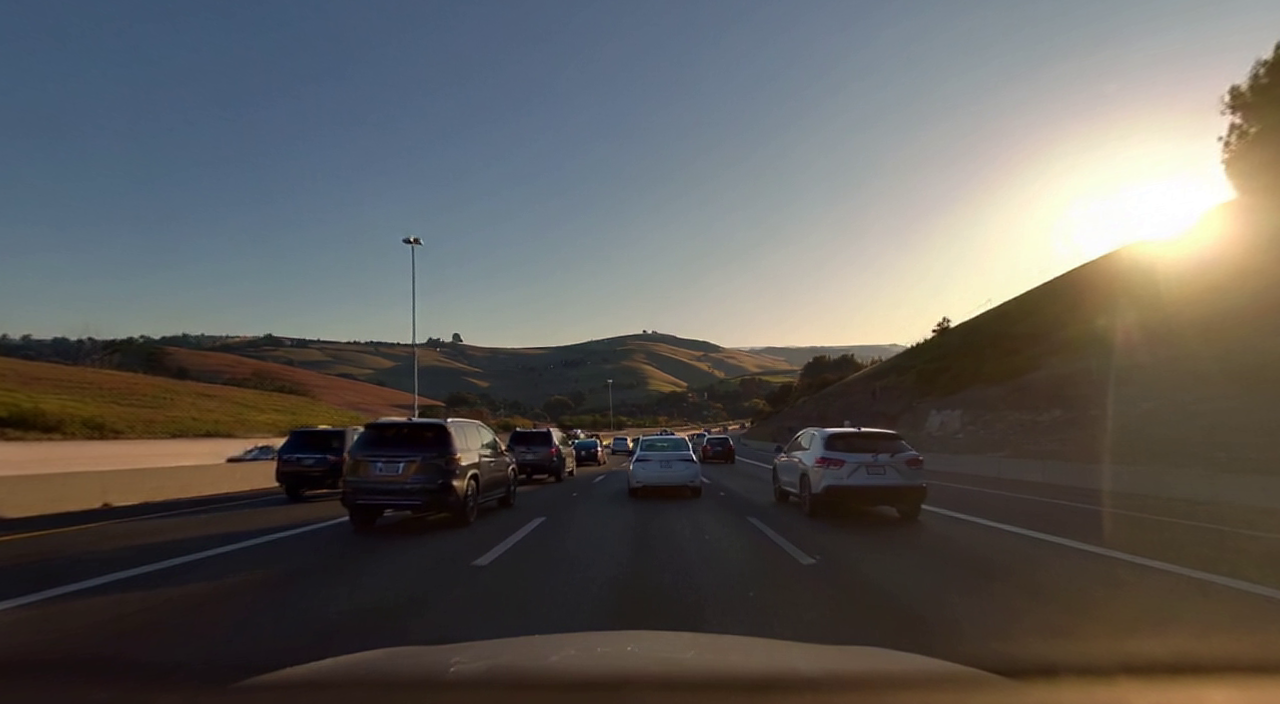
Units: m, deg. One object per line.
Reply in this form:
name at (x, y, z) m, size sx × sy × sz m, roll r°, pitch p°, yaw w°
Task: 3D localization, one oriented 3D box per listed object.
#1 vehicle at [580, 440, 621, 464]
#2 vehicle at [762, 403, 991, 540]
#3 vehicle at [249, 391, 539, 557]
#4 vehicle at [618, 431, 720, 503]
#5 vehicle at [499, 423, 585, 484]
vehicle at (-2.337, 6.021, 38.249) m, size 1.973 × 1.378 × 3.677 m, roll -1°, pitch -8°, yaw 4°
vehicle at (3.493, 1.868, 10.466) m, size 2.046 × 1.765 × 4.534 m, roll 0°, pitch -8°, yaw 0°
vehicle at (-3.293, 1.797, 10.056) m, size 2.301 × 1.902 × 5.374 m, roll 0°, pitch -8°, yaw 2°
vehicle at (0.638, 2.703, 15.269) m, size 2.105 × 1.471 × 4.349 m, roll 0°, pitch -8°, yaw 1°
vehicle at (-3.148, 3.391, 21.329) m, size 1.997 × 1.806 × 5.002 m, roll 0°, pitch -8°, yaw 1°
